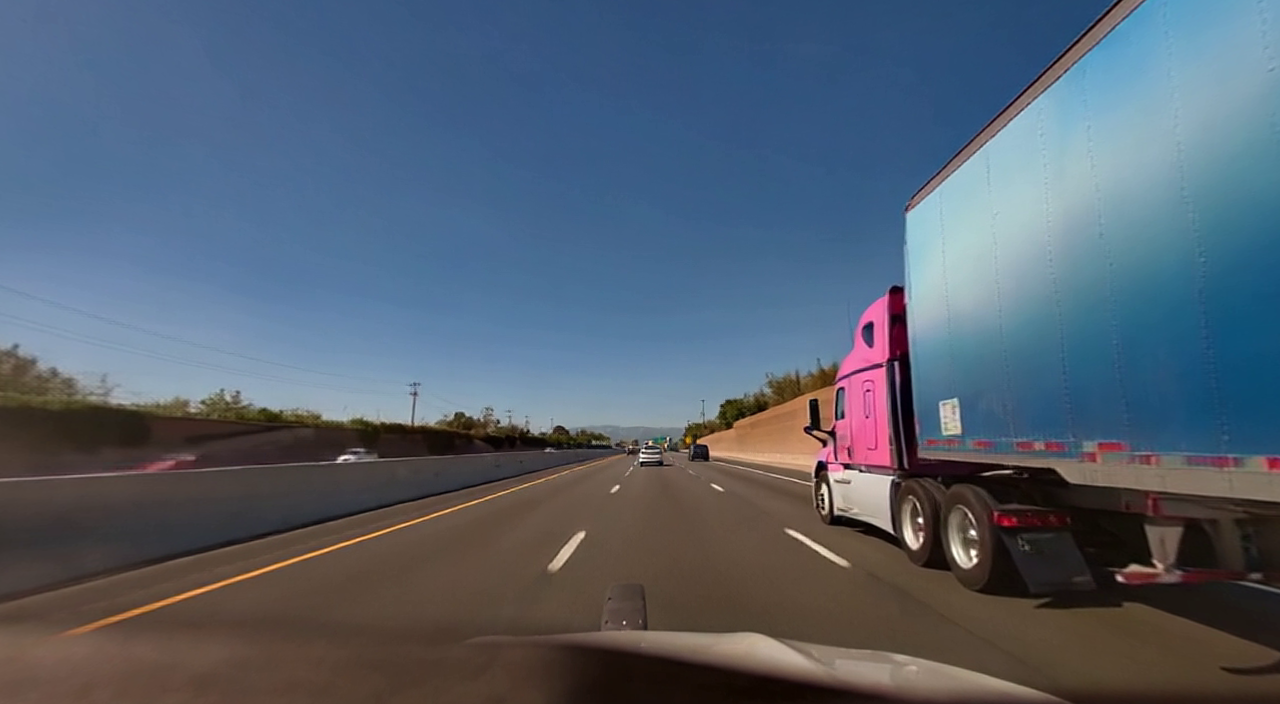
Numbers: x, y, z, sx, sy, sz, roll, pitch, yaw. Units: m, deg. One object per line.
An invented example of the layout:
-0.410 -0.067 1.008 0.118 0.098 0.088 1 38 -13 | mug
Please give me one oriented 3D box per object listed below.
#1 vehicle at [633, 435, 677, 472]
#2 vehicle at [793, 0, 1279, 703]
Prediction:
0.752 5.462 34.127 2.205 1.860 4.301 0 -9 0 | vehicle
4.411 0.425 7.590 3.030 3.985 8.655 -1 -9 1 | vehicle
